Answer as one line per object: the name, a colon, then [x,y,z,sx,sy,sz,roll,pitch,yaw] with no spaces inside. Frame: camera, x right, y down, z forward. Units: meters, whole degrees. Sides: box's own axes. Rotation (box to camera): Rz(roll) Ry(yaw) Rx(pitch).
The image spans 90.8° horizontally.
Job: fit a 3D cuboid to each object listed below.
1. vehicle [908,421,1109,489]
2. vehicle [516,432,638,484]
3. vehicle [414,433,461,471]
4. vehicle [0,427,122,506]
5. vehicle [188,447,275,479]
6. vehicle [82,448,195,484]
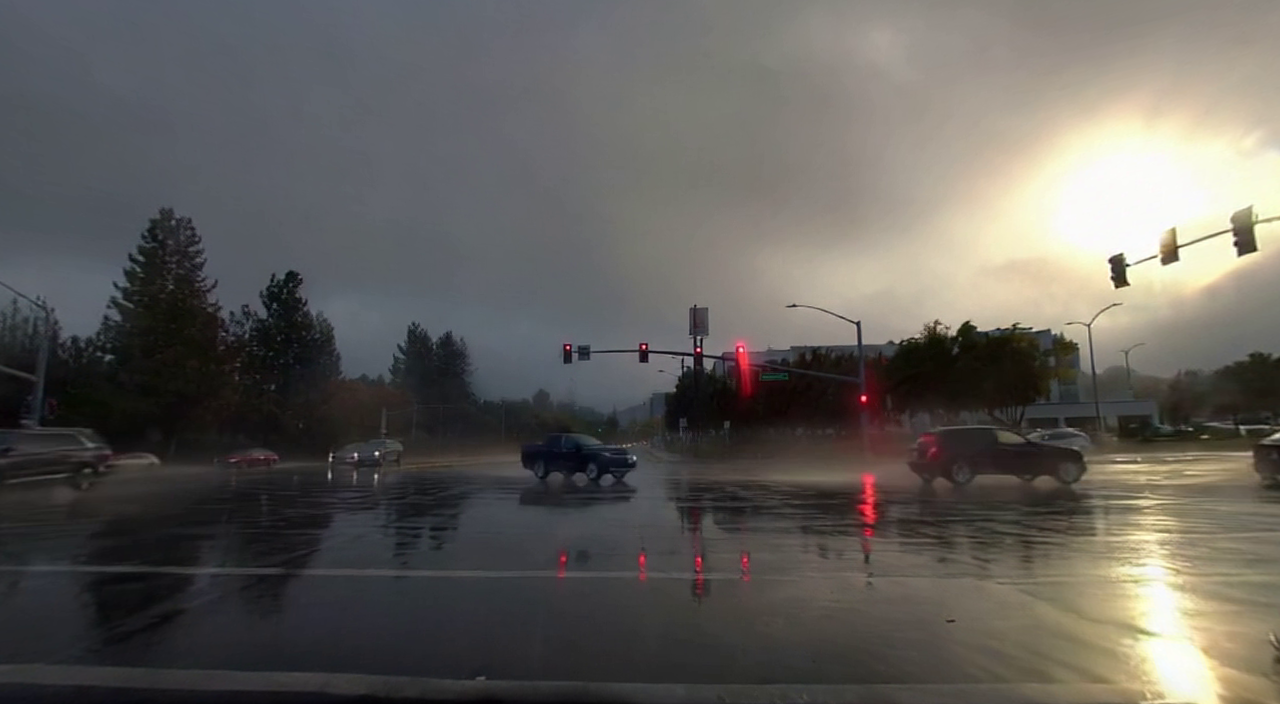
vehicle: [10.930,3.112,19.180,4.767,1.877,2.017,-2,-9,12]
vehicle: [-2.313,3.780,22.812,4.180,1.678,1.982,-7,-11,37]
vehicle: [-11.312,5.573,35.442,2.223,1.972,5.310,2,-9,-17]
vehicle: [-16.386,2.945,16.365,1.977,1.878,4.575,0,-9,0]
vehicle: [-23.013,6.217,35.818,1.938,1.676,4.483,0,-9,0]
vehicle: [-27.726,6.284,35.171,2.007,1.783,4.694,-1,-9,8]
